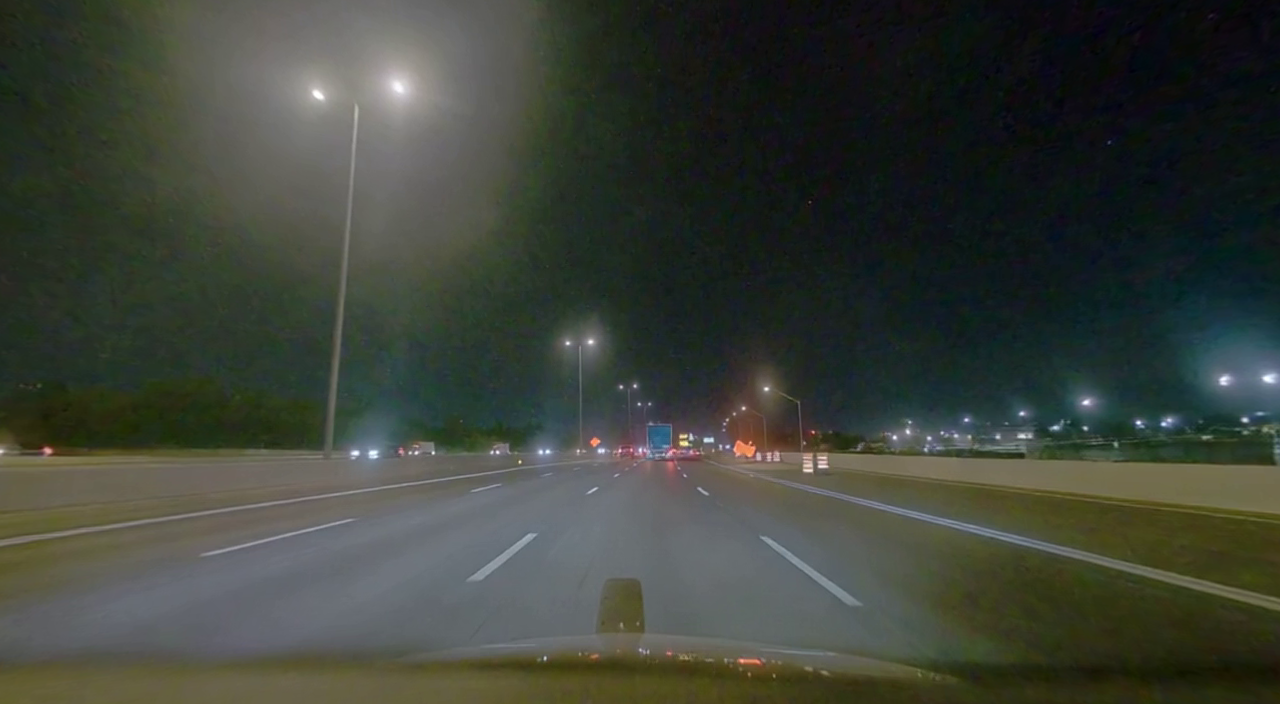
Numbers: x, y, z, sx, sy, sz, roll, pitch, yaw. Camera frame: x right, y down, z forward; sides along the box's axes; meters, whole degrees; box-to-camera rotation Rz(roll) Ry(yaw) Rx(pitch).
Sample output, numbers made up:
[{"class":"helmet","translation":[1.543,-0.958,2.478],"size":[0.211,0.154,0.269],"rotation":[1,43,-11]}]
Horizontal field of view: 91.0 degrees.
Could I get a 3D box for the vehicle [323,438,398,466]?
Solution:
[{"class":"vehicle","translation":[-19.176,6.917,43.614],"size":[2.362,1.771,5.703],"rotation":[0,-9,3]}]
